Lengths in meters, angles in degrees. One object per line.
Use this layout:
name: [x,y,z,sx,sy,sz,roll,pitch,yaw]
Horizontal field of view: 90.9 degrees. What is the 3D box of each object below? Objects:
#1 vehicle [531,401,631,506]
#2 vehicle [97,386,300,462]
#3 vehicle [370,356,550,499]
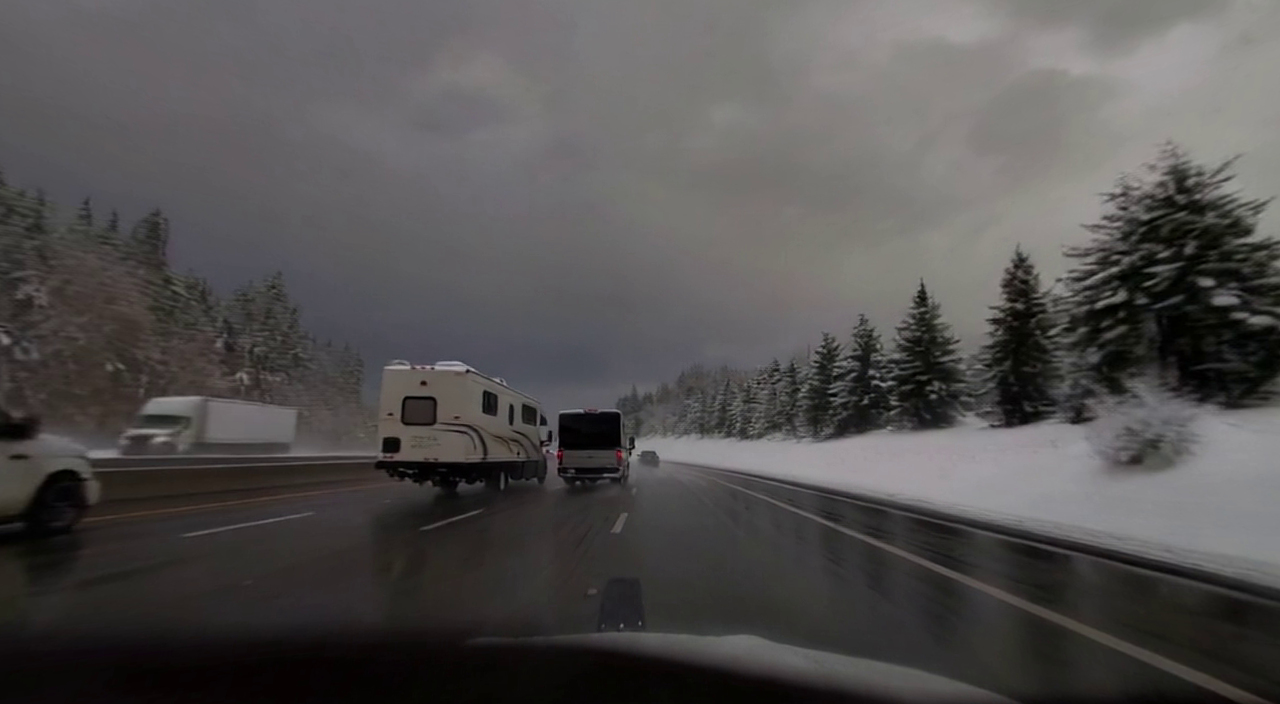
vehicle: [-1.491,2.801,17.518,2.331,2.583,3.743,0,-9,1]
vehicle: [-25.599,4.633,38.075,2.740,3.781,13.067,0,-9,0]
vehicle: [-6.076,3.214,25.008,2.929,4.010,14.446,0,-9,0]
